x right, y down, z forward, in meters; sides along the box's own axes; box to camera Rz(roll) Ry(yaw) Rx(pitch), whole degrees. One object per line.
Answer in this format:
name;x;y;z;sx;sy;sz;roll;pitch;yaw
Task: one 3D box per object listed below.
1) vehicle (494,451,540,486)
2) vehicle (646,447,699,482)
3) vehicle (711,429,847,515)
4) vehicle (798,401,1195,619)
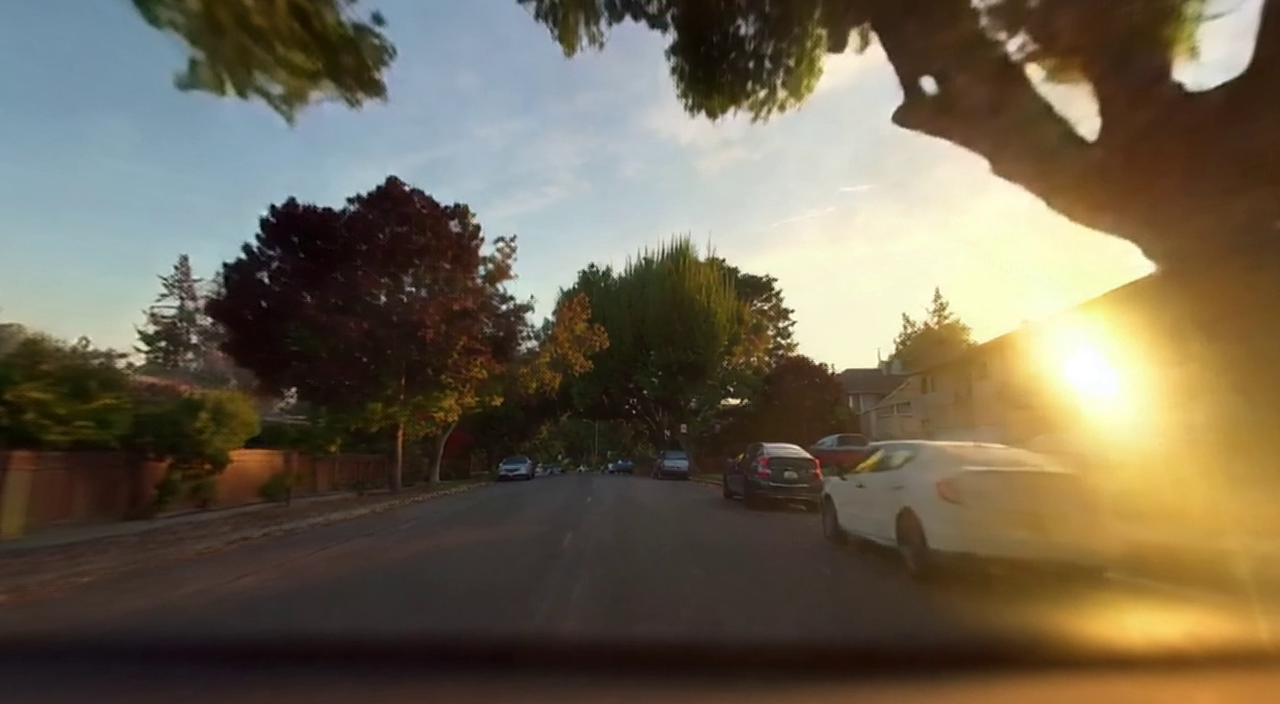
vehicle;-6.999;6.644;36.332;2.051;1.575;4.581;-3;-7;-5
vehicle;1.719;6.264;35.431;2.163;1.742;4.239;0;-8;-8
vehicle;3.176;2.840;15.613;1.990;1.753;4.783;-1;-8;-3
vehicle;3.452;1.587;7.434;1.970;1.709;4.568;-1;-8;0
